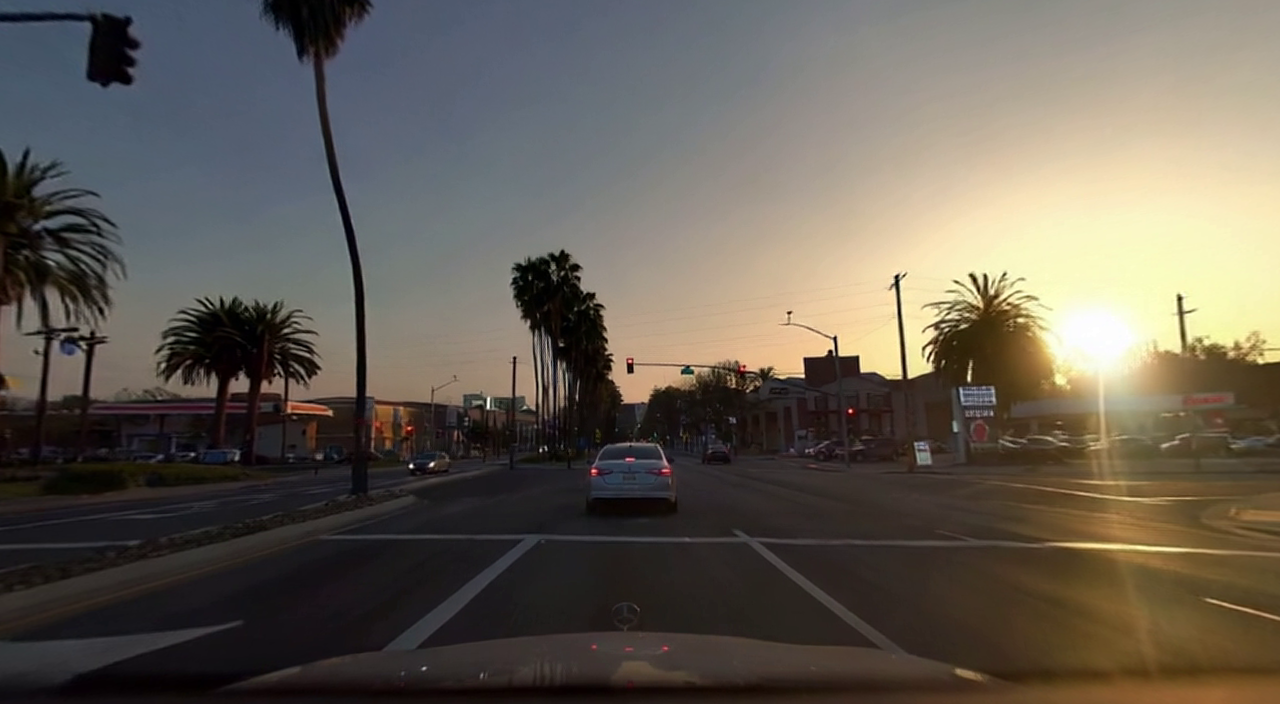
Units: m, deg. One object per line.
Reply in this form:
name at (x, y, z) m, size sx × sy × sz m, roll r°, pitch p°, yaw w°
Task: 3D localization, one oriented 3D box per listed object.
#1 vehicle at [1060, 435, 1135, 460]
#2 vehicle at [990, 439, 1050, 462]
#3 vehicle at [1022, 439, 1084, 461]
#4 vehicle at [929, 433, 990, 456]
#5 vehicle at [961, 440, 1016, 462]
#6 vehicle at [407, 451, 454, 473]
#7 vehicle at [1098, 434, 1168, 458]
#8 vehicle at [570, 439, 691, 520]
vehicle at (31.934, 6.696, 44.282) m, size 1.903 × 1.630 × 4.320 m, roll 0°, pitch -8°, yaw -1°
vehicle at (26.509, 6.887, 44.227) m, size 1.923 × 1.501 × 3.849 m, roll -1°, pitch -8°, yaw 2°
vehicle at (28.975, 6.882, 44.452) m, size 1.848 × 1.467 × 3.941 m, roll -1°, pitch -8°, yaw 3°
vehicle at (24.736, 7.168, 49.035) m, size 3.783 × 1.560 × 1.853 m, roll -5°, pitch -10°, yaw 14°
vehicle at (24.441, 6.941, 44.466) m, size 1.738 × 1.462 × 3.609 m, roll 0°, pitch -8°, yaw -1°
vehicle at (-15.499, 8.111, 46.967) m, size 1.896 × 1.508 × 4.659 m, roll 0°, pitch -8°, yaw -1°
vehicle at (34.561, 6.605, 44.413) m, size 1.824 × 1.643 × 3.789 m, roll 0°, pitch -8°, yaw -1°
vehicle at (-0.167, 2.731, 14.145) m, size 2.270 × 1.475 × 4.571 m, roll 0°, pitch -8°, yaw 0°
